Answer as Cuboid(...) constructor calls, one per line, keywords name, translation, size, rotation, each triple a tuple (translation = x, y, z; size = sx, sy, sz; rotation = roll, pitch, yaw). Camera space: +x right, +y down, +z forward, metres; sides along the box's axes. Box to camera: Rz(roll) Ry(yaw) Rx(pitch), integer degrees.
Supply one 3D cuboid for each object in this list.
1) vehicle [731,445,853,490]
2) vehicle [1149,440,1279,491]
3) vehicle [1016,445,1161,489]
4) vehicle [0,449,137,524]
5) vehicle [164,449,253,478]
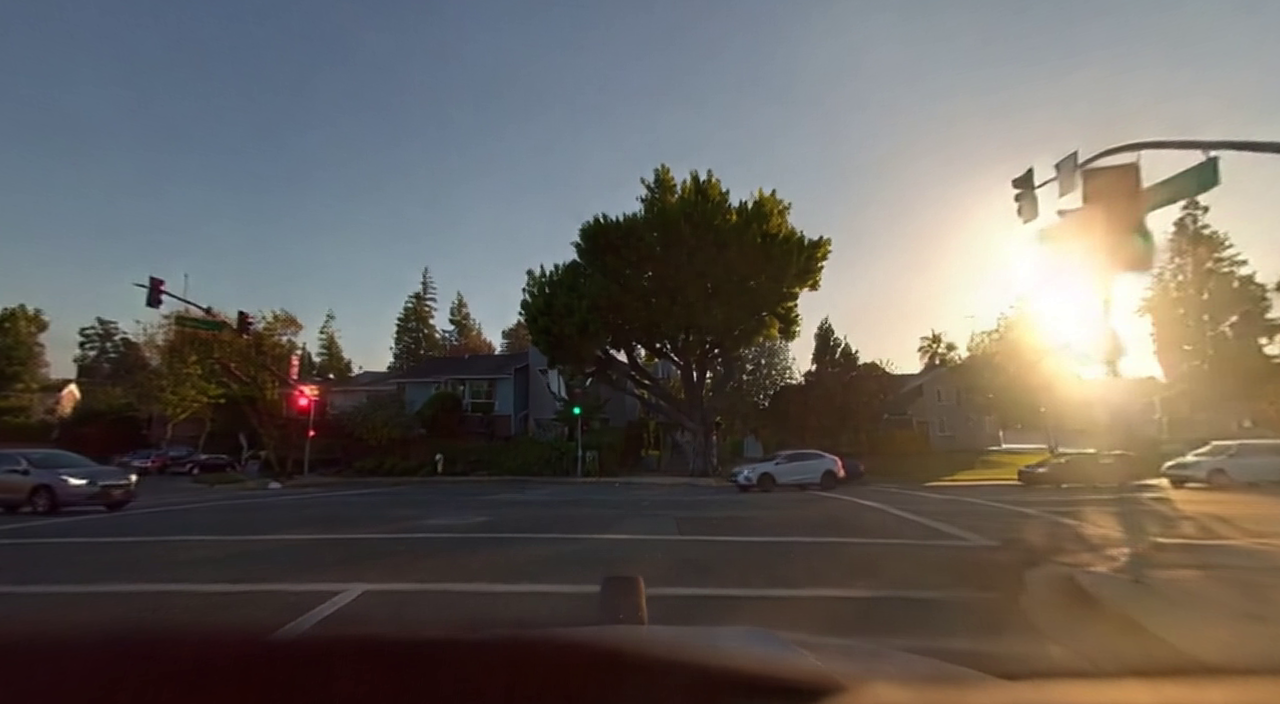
Cuboid(name="vehicle", translation=(5.242, 4.045, 22.223), size=(3.815, 1.504, 1.790), rotation=(0, -9, 1))
Cuboid(name="vehicle", translation=(20.780, 3.890, 21.821), size=(4.510, 1.673, 2.030), rotation=(0, -9, 2))
Cuboid(name="vehicle", translation=(18.025, 4.633, 25.579), size=(4.326, 1.672, 1.903), rotation=(0, -9, 2))
Cuboid(name="vehicle", translation=(-14.017, 2.804, 13.447), size=(4.989, 1.442, 1.940), rotation=(-1, -9, 3))
Cuboid(name="vehicle", translation=(-24.546, 6.335, 36.141), size=(1.817, 1.488, 4.631), rotation=(0, -9, 0))
